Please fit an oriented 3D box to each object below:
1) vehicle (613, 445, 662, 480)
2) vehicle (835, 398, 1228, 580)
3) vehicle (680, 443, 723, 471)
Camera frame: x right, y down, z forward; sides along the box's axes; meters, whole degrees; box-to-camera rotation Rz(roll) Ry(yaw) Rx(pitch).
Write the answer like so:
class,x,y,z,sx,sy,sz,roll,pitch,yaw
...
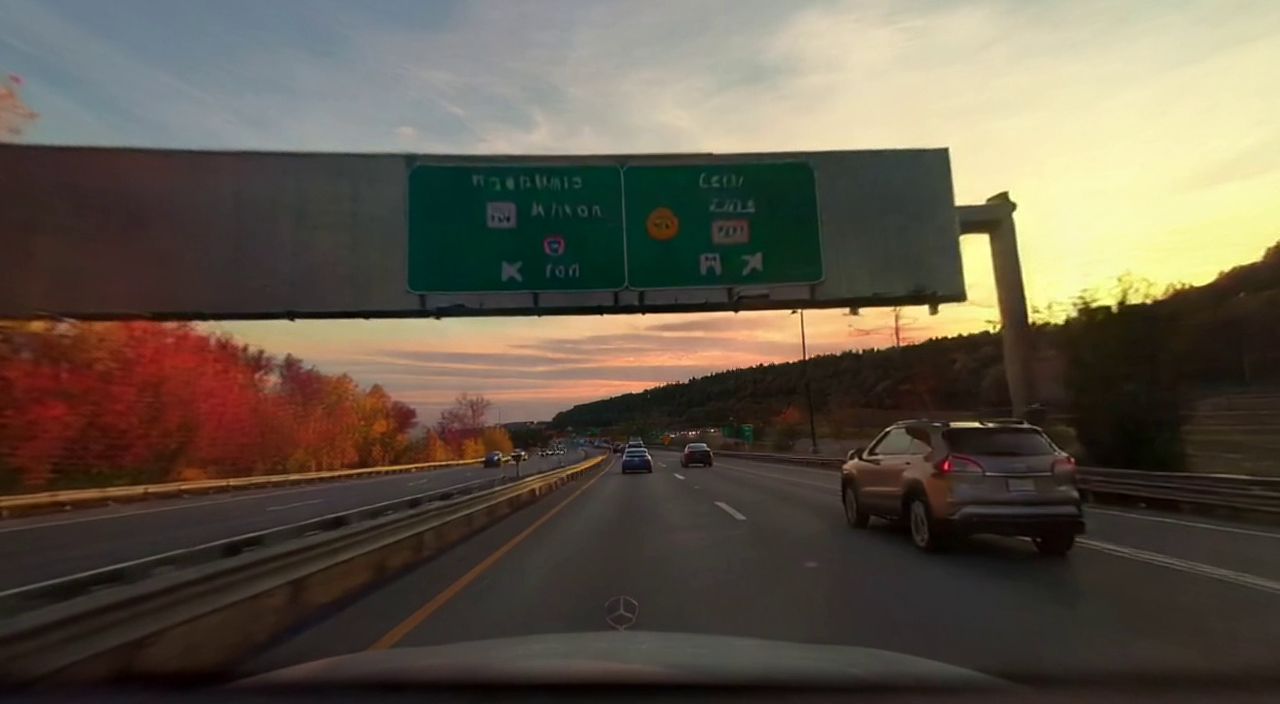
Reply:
class,x,y,z,sx,sy,sz,roll,pitch,yaw
vehicle,-0.150,4.837,27.682,2.037,1.418,3.793,0,-9,-1
vehicle,4.453,1.648,8.262,2.250,1.718,4.358,0,-9,-1
vehicle,3.528,6.081,36.532,1.959,1.528,4.207,0,-9,-1
